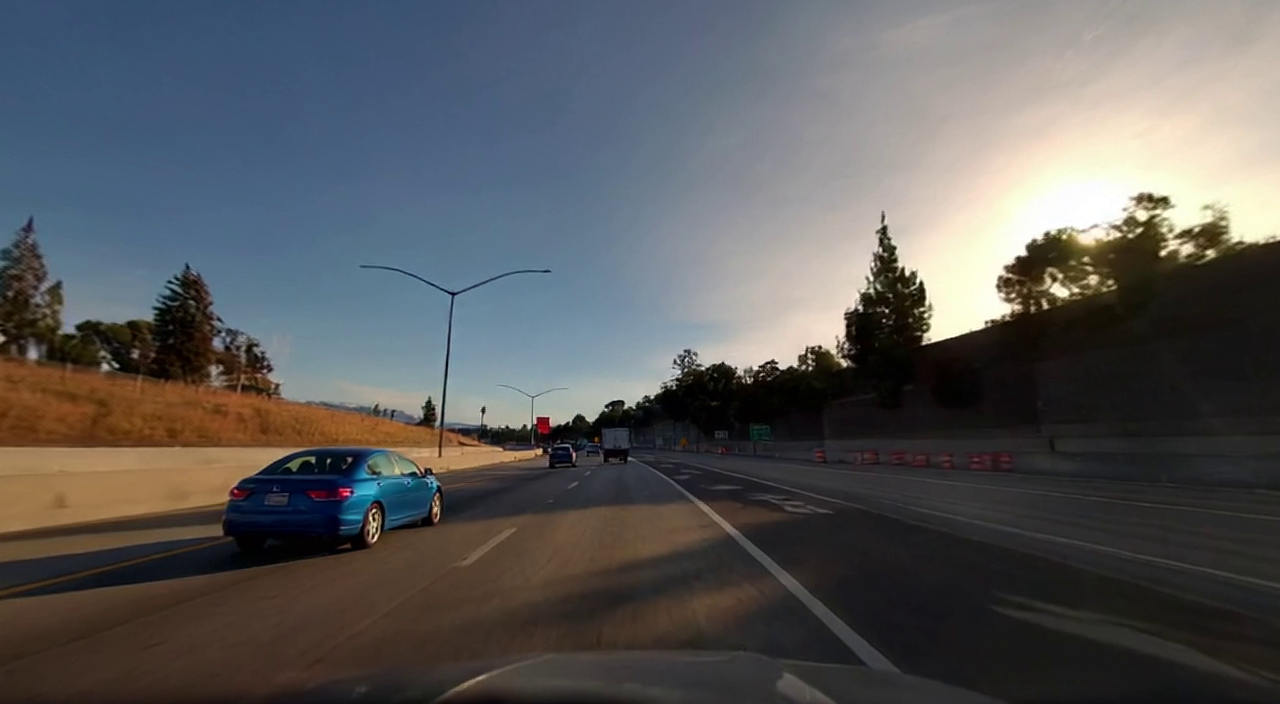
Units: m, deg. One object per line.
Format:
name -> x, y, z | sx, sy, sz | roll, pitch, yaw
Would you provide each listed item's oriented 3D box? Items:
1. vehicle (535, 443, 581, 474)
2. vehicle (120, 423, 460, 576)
vehicle -> -4.130, 5.420, 32.333 | 1.965, 1.459, 4.145 | 1, -9, -2
vehicle -> -4.180, 1.840, 8.693 | 2.012, 1.510, 4.672 | 0, -9, 0
